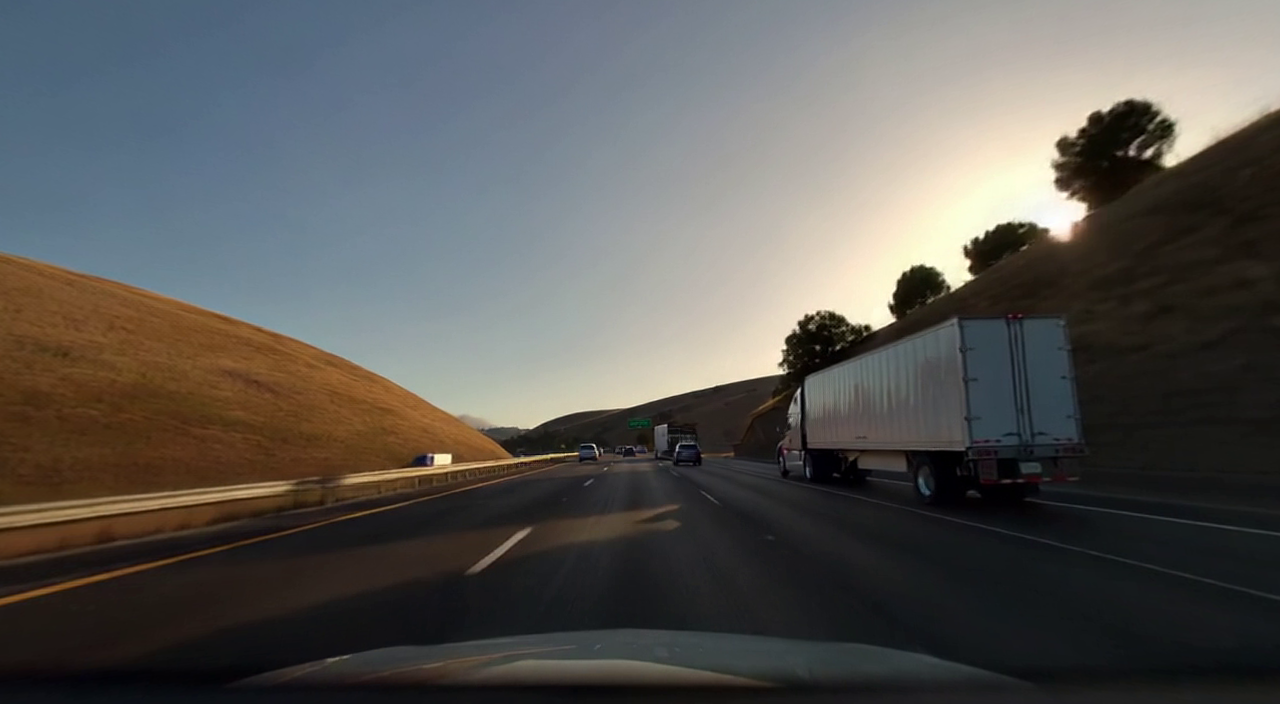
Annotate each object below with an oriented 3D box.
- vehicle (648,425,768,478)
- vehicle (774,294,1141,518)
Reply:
[{"bbox_3d":[3.000,4.525,28.752,5.075,2.277,2.365,0,-9,-3],"label":"vehicle"},{"bbox_3d":[7.588,2.209,19.923,2.935,4.187,16.357,0,-9,-1],"label":"vehicle"}]
